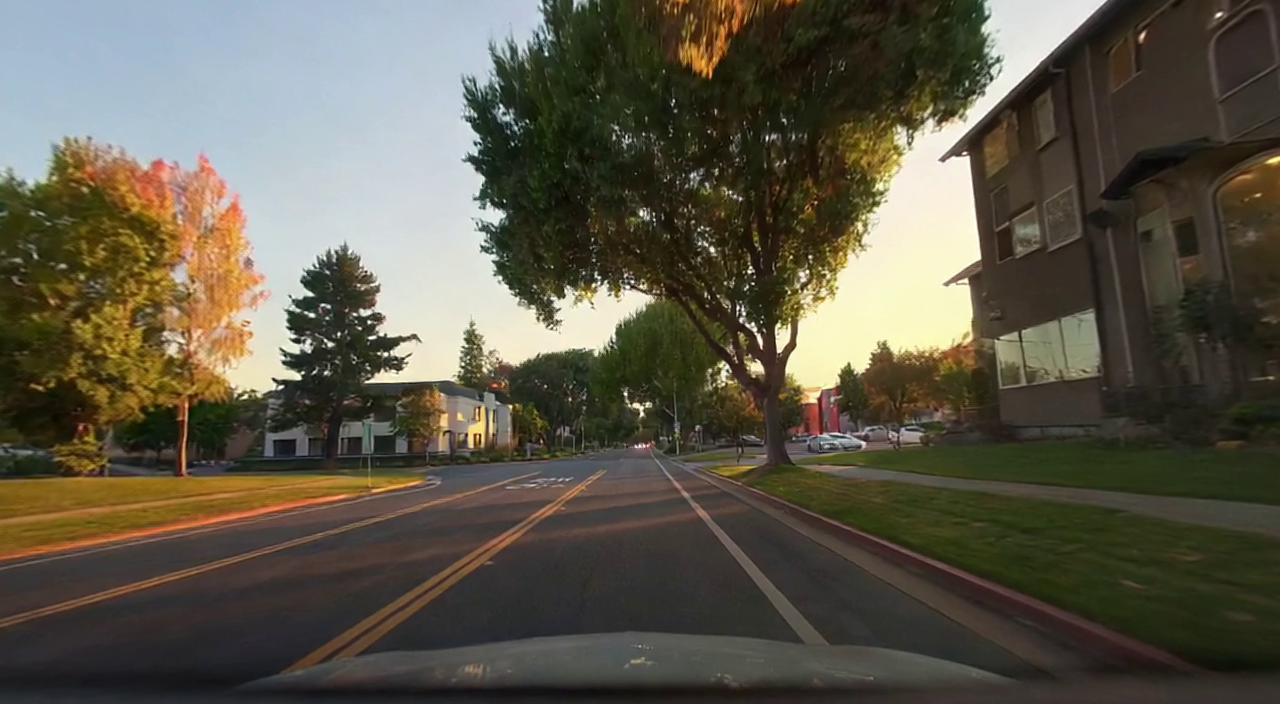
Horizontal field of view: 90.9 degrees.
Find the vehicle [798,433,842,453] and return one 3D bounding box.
[{"bbox_3d":[13.645,6.958,48.017,1.927,1.464,4.644,0,-8,0],"label":"vehicle"}]
